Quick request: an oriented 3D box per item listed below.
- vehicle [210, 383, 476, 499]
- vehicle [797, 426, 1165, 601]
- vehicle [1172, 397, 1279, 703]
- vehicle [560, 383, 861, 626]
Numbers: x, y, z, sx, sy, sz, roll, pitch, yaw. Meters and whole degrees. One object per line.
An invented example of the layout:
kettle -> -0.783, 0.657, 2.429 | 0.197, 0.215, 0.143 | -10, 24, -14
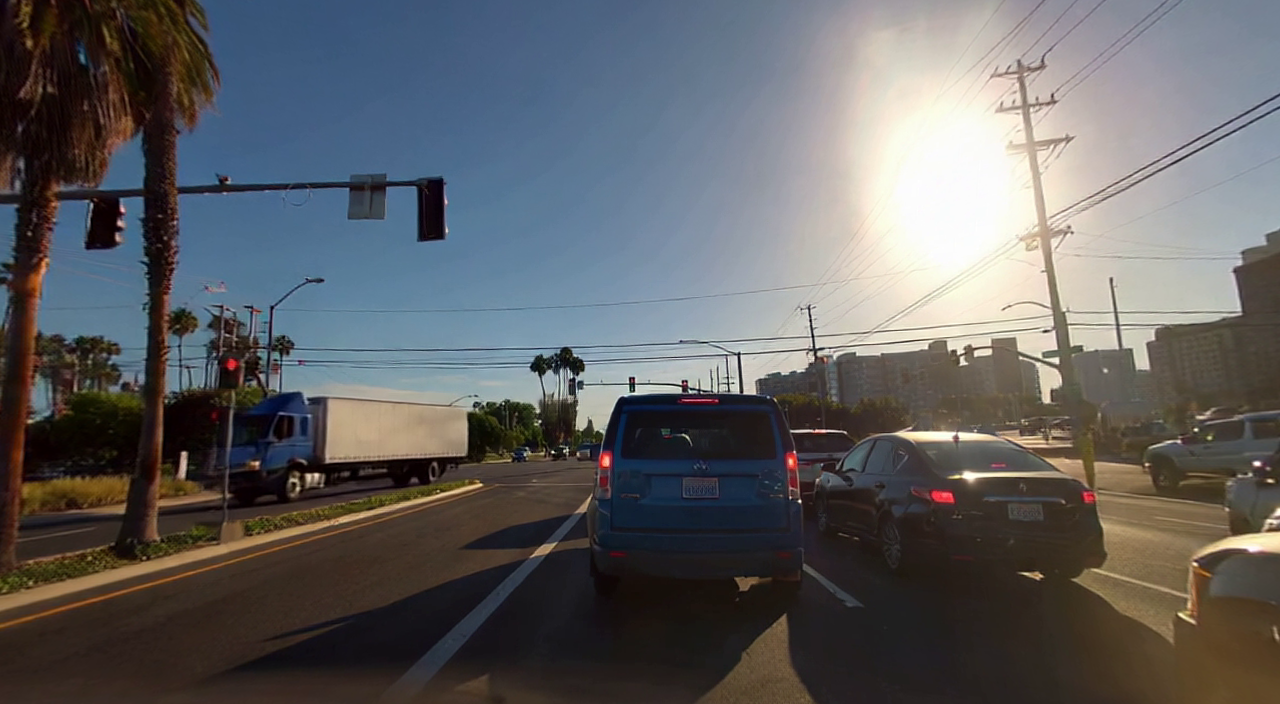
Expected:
vehicle -> -11.654, 3.865, 27.079 | 2.973, 3.889, 11.535 | -3, -9, 19
vehicle -> 3.430, 1.687, 7.515 | 1.895, 1.456, 4.255 | 0, -9, -2
vehicle -> 3.358, 0.654, 0.672 | 1.805, 1.485, 4.348 | 0, -9, 1
vehicle -> 0.445, 1.440, 6.885 | 2.228, 1.780, 4.269 | 0, -9, -2
